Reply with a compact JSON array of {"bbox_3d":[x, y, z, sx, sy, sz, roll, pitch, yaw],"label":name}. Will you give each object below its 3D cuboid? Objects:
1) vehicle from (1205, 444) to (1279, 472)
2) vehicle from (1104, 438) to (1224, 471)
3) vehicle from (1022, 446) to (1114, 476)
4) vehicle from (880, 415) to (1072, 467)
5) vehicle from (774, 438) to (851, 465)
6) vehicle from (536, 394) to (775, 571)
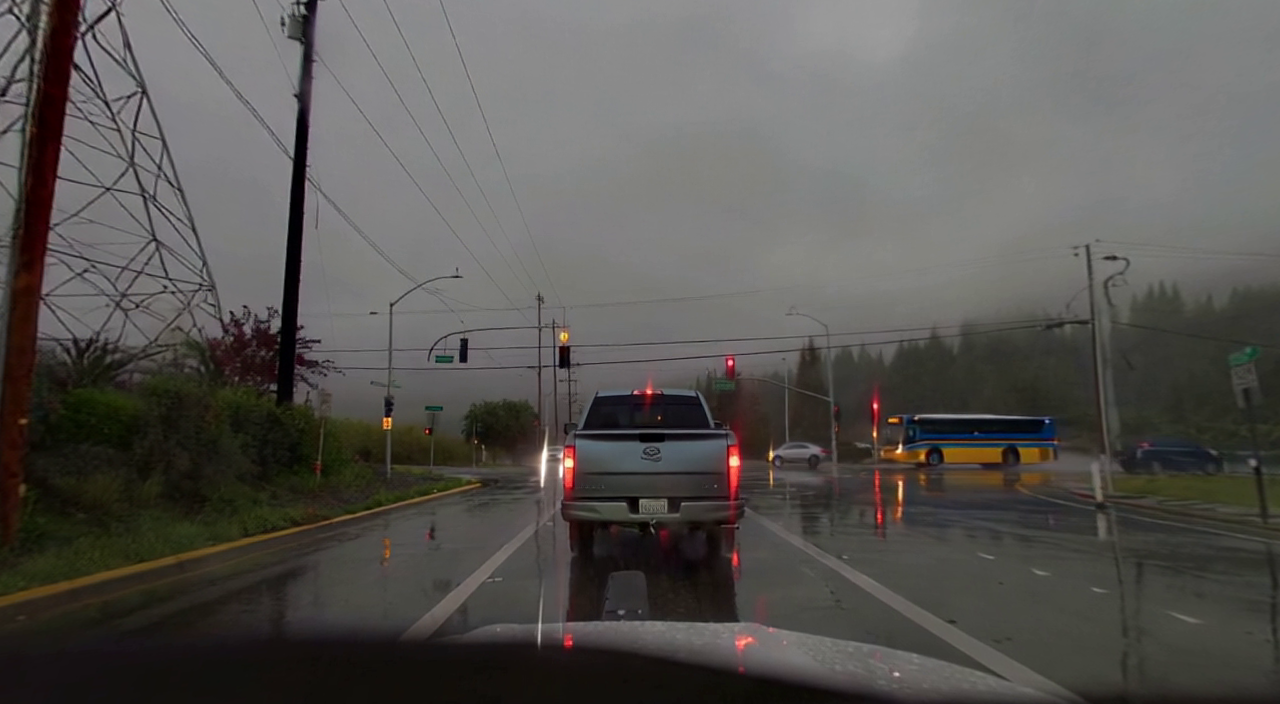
[{"bbox_3d":[40.531,6.903,41.243,5.426,1.728,1.999,0,-8,-3],"label":"vehicle"},{"bbox_3d":[25.636,5.004,30.957,4.520,1.496,2.060,1,-9,-13],"label":"vehicle"},{"bbox_3d":[30.277,7.686,44.790,5.077,2.008,1.991,0,-8,-4],"label":"vehicle"},{"bbox_3d":[21.860,5.881,41.641,10.726,3.128,3.003,-1,-8,3],"label":"vehicle"},{"bbox_3d":[12.576,7.290,46.308,5.235,1.878,2.107,-2,-9,11],"label":"vehicle"},{"bbox_3d":[0.122,1.880,9.994,2.707,1.964,5.485,0,-8,-1],"label":"vehicle"}]
